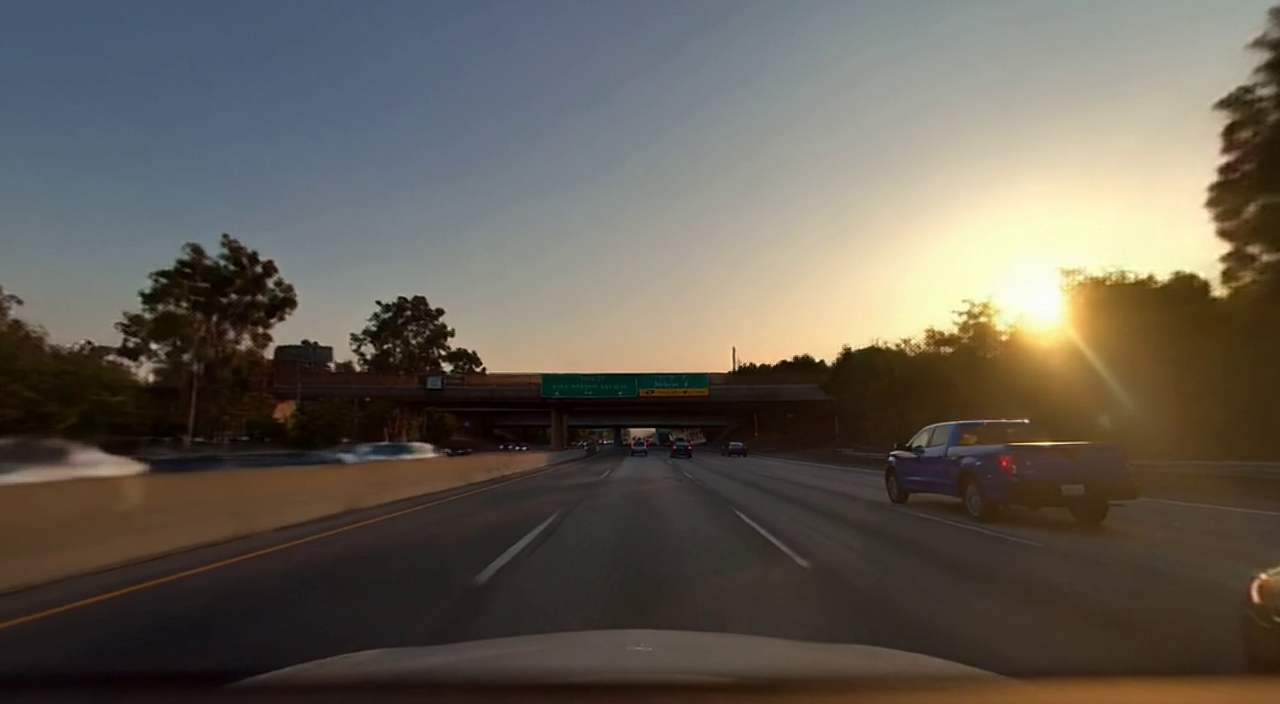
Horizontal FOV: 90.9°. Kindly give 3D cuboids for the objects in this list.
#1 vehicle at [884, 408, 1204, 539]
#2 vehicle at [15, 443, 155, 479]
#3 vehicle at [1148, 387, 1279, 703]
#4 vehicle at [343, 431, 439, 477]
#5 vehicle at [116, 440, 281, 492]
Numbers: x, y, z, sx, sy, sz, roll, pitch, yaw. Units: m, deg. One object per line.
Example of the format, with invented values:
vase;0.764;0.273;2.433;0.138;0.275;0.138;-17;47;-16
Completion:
vehicle;6.925;2.164;12.019;2.182;1.852;5.926;0;-8;0
vehicle;-24.795;4.843;28.469;1.914;1.462;4.781;0;-8;0
vehicle;3.198;0.596;0.163;2.119;1.524;4.807;0;-8;0
vehicle;-11.298;4.663;29.148;2.202;1.907;5.474;0;-8;0
vehicle;-14.425;3.718;21.076;1.963;1.498;4.861;0;-8;1
